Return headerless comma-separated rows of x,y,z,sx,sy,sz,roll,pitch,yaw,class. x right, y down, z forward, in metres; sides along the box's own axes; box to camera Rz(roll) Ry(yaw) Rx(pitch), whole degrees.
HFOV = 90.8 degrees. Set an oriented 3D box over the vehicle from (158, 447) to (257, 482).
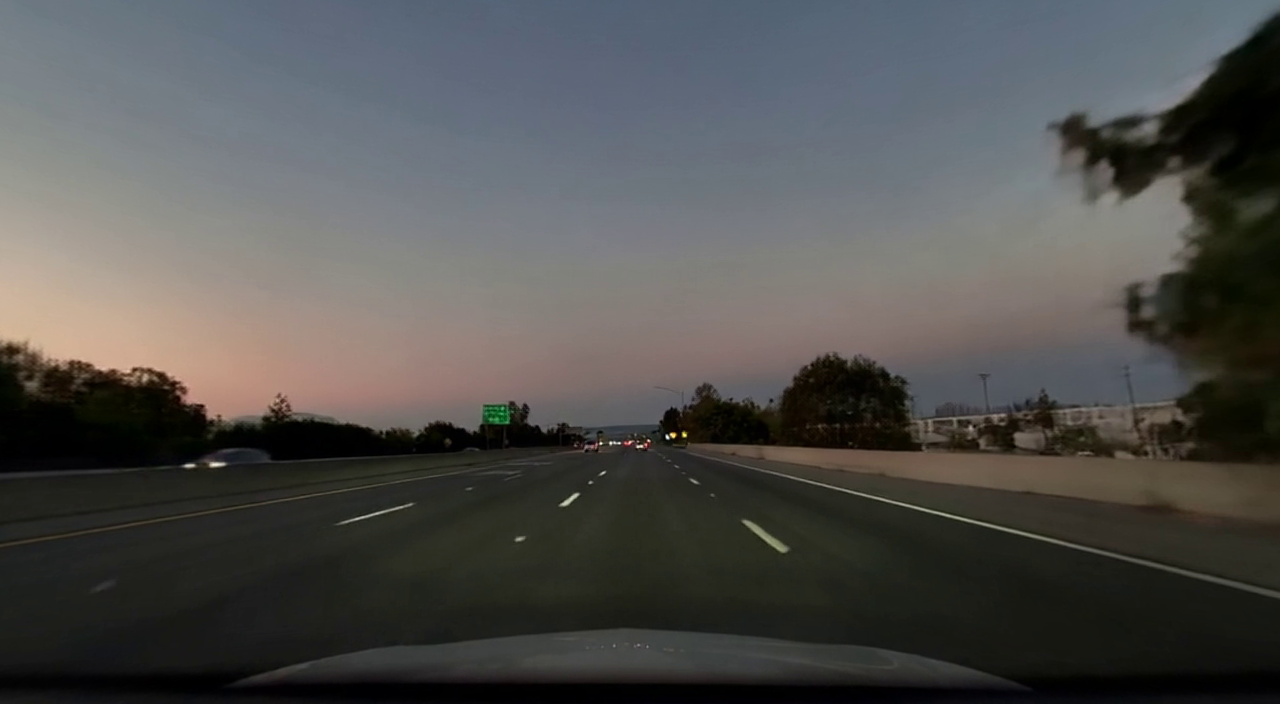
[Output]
-24.000,6.213,35.292,2.082,1.771,4.818,0,-8,0,vehicle
